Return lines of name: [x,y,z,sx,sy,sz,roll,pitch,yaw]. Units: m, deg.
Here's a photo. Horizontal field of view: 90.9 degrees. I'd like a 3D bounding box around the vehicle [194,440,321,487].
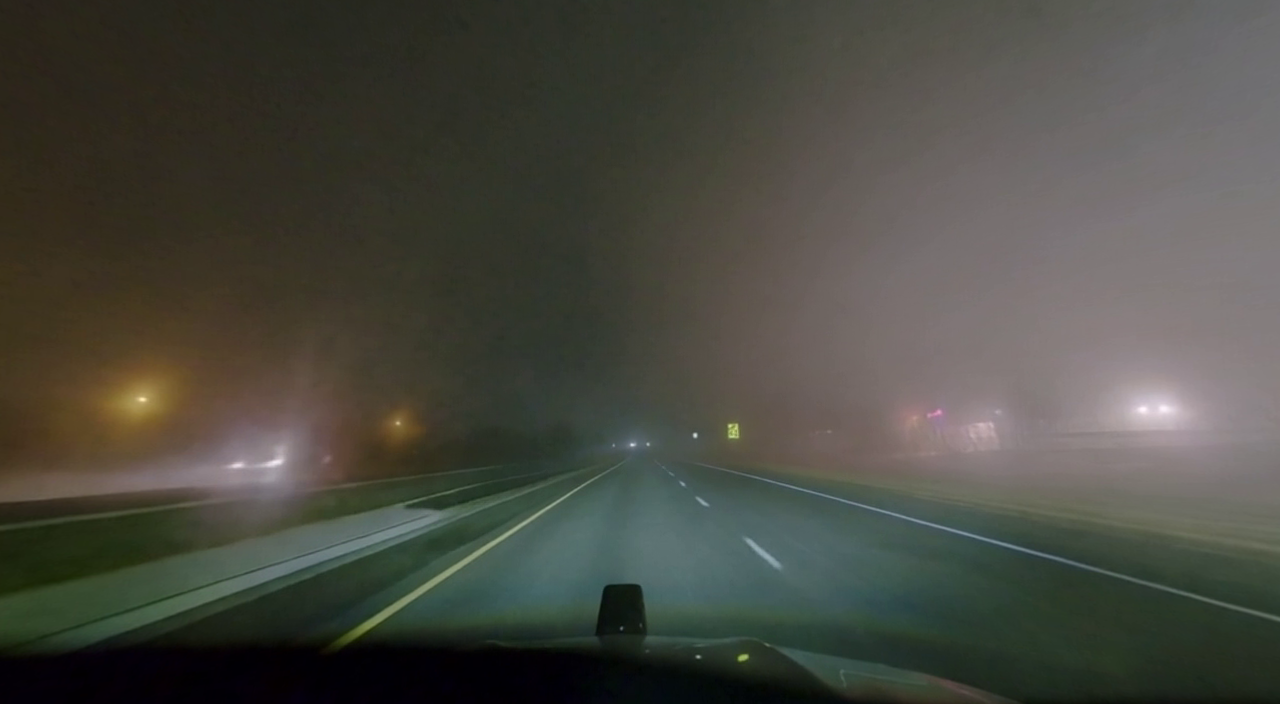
vehicle: [-17.924,5.231,30.032,2.302,1.986,5.772,-1,-9,1]
